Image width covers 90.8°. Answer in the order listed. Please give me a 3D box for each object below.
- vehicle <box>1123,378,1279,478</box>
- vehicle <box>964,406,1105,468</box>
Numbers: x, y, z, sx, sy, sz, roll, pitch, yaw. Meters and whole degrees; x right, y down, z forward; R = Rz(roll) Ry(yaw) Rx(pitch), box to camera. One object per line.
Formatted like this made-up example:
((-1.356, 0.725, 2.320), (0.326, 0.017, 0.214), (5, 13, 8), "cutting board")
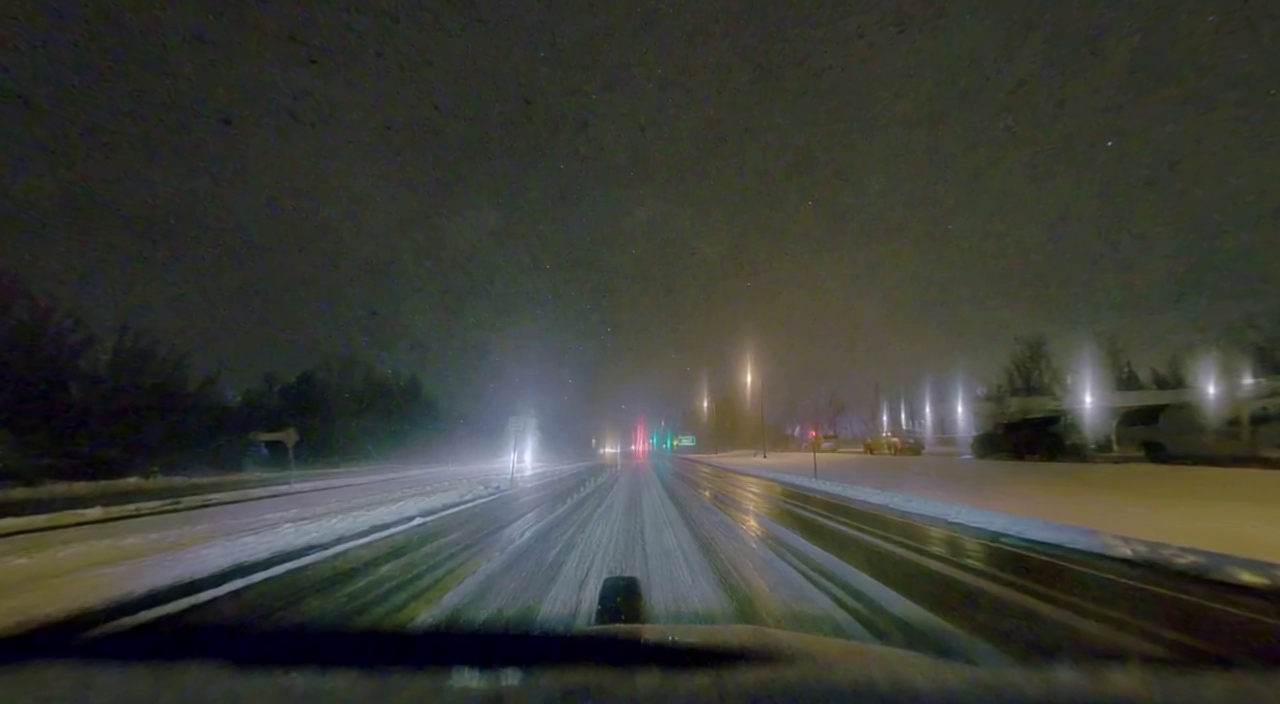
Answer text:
((28.267, 3.579, 28.855), (2.848, 4.095, 14.282), (-1, -9, 8), "vehicle")
((30.287, 6.768, 49.709), (2.914, 4.132, 13.954), (-2, -8, 4), "vehicle")
